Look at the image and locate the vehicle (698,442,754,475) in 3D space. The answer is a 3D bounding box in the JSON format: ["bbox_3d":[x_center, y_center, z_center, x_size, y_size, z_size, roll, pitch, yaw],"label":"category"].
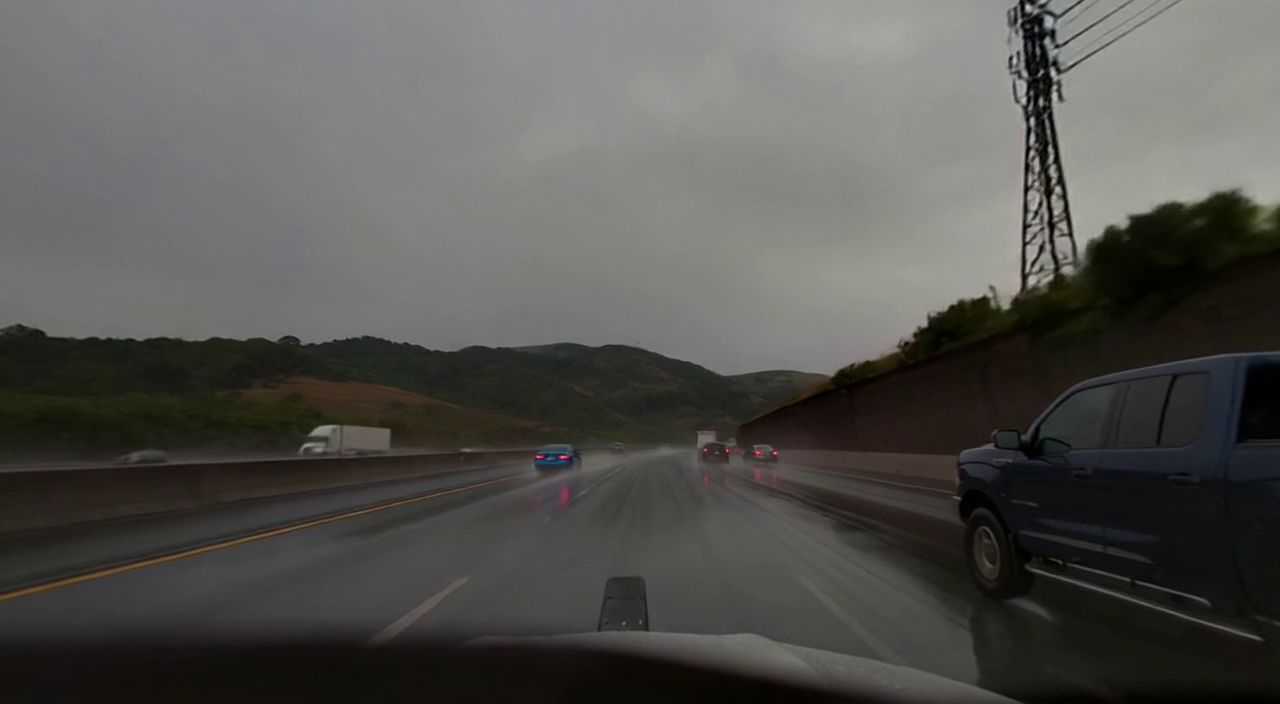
[{"bbox_3d":[4.042,5.086,30.352,2.046,1.471,4.333,0,-8,0],"label":"vehicle"}]

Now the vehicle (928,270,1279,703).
[{"bbox_3d":[3.446,0.703,2.636,2.098,1.925,5.171,0,-8,1],"label":"vehicle"}]

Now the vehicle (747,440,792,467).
[{"bbox_3d":[8.383,6.578,41.097,1.986,1.633,4.430,0,-8,0],"label":"vehicle"}]

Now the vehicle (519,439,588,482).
[{"bbox_3d":[-3.507,4.513,26.565,2.113,1.636,4.494,-1,-8,2],"label":"vehicle"}]
